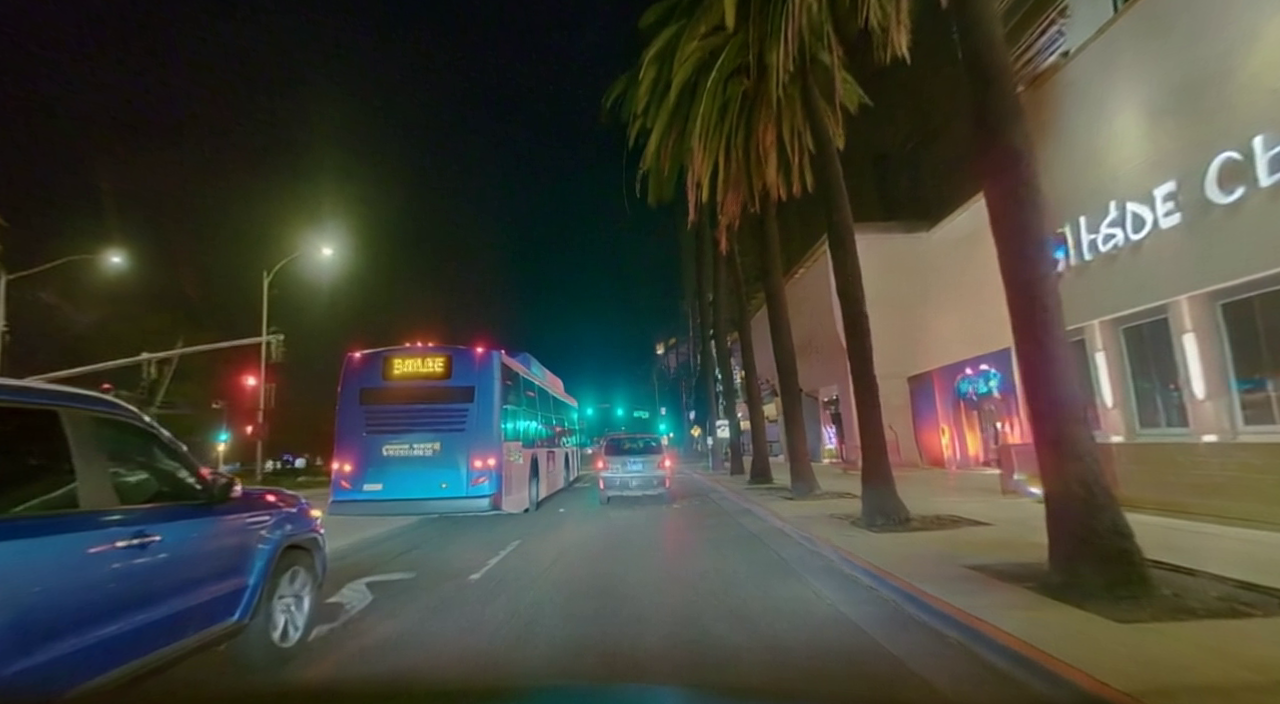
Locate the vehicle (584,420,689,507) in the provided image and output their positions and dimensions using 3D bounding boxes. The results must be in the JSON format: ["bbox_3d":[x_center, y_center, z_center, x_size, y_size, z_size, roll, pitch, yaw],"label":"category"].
[{"bbox_3d":[-0.070,2.534,14.682,2.120,1.727,3.917,0,-8,0],"label":"vehicle"}]

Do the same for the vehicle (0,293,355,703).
[{"bbox_3d":[-3.064,0.739,2.039,2.124,1.799,4.587,0,-8,0],"label":"vehicle"}]

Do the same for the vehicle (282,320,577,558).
[{"bbox_3d":[-3.109,1.695,12.334,2.775,3.064,8.297,0,-8,1],"label":"vehicle"}]
